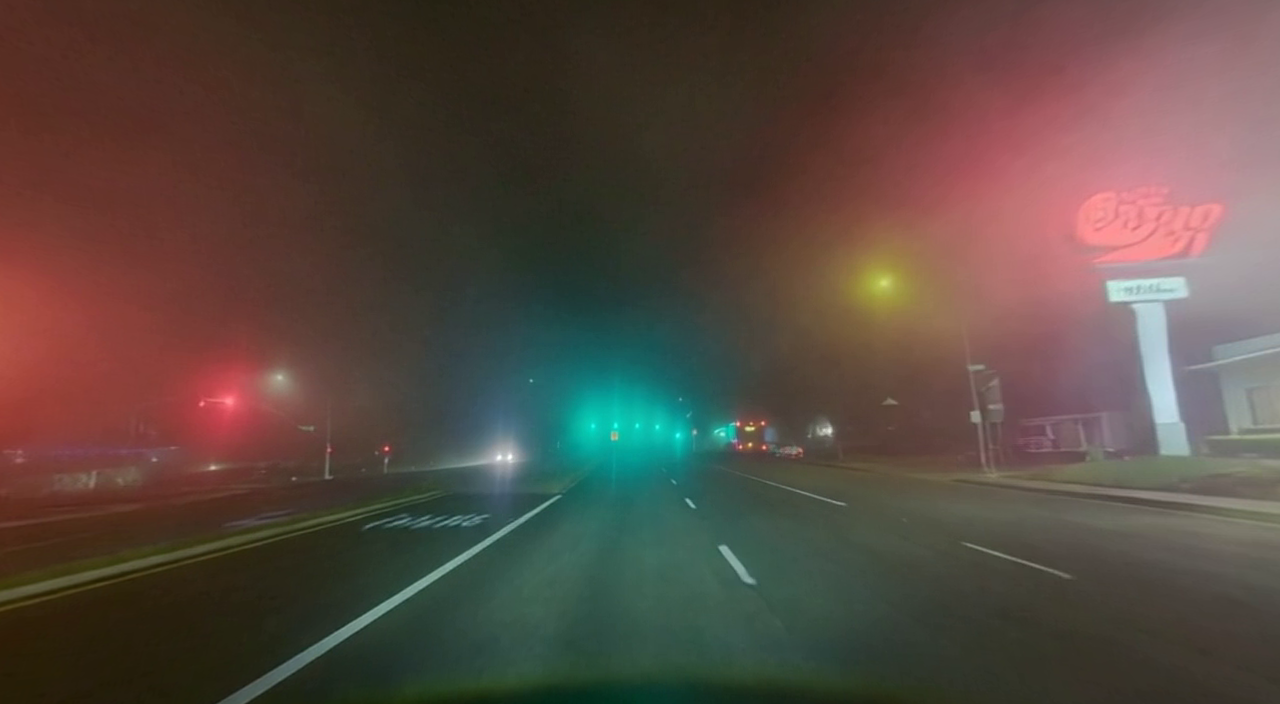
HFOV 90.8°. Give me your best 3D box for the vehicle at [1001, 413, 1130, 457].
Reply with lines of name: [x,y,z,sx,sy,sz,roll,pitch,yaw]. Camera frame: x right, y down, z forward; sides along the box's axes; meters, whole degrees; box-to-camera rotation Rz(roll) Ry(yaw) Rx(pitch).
vehicle: [23.257,4.595,35.024,2.529,2.138,6.511,-1,-7,-1]

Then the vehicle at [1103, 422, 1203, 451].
vehicle: [28.528,4.761,35.306,1.811,1.478,4.266,-1,-8,-4]

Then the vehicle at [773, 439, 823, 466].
vehicle: [10.262,6.555,41.362,2.085,1.630,4.403,0,-8,-1]
